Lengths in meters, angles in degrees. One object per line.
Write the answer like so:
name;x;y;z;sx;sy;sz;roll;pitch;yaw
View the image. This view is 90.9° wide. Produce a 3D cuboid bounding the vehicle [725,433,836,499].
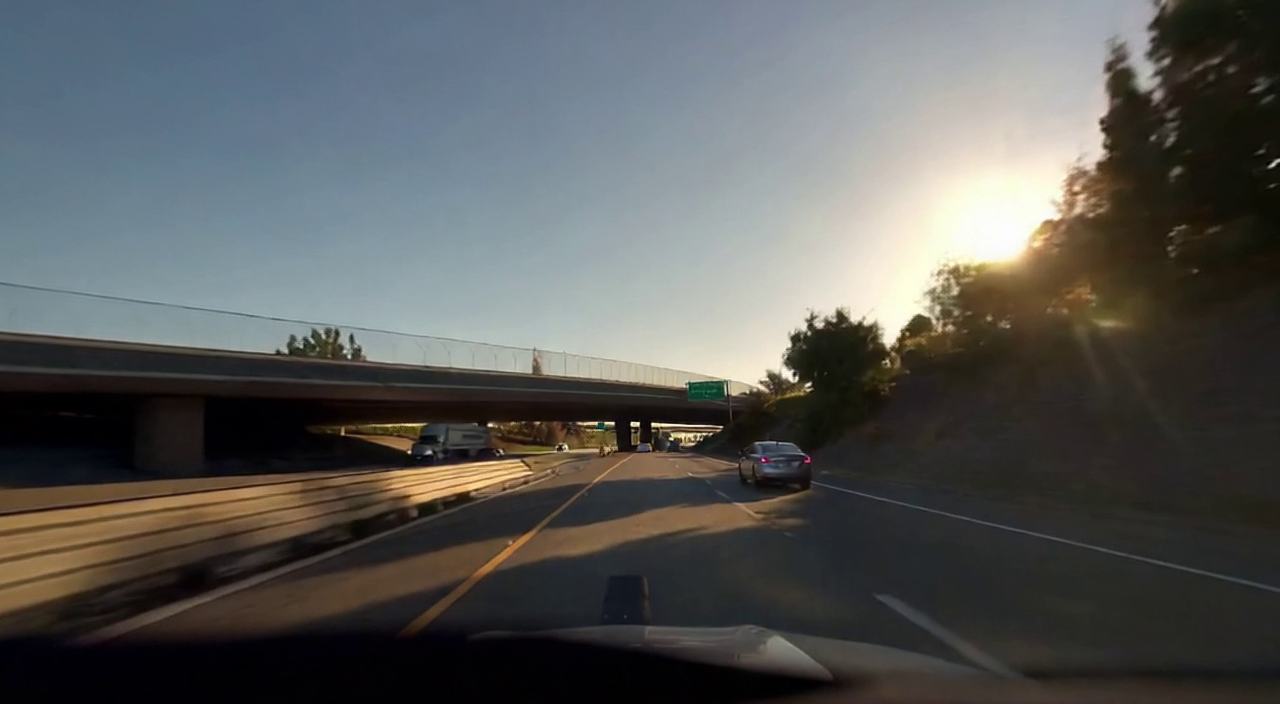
vehicle;3.568;2.978;16.857;1.997;1.515;4.025;0;-9;0
